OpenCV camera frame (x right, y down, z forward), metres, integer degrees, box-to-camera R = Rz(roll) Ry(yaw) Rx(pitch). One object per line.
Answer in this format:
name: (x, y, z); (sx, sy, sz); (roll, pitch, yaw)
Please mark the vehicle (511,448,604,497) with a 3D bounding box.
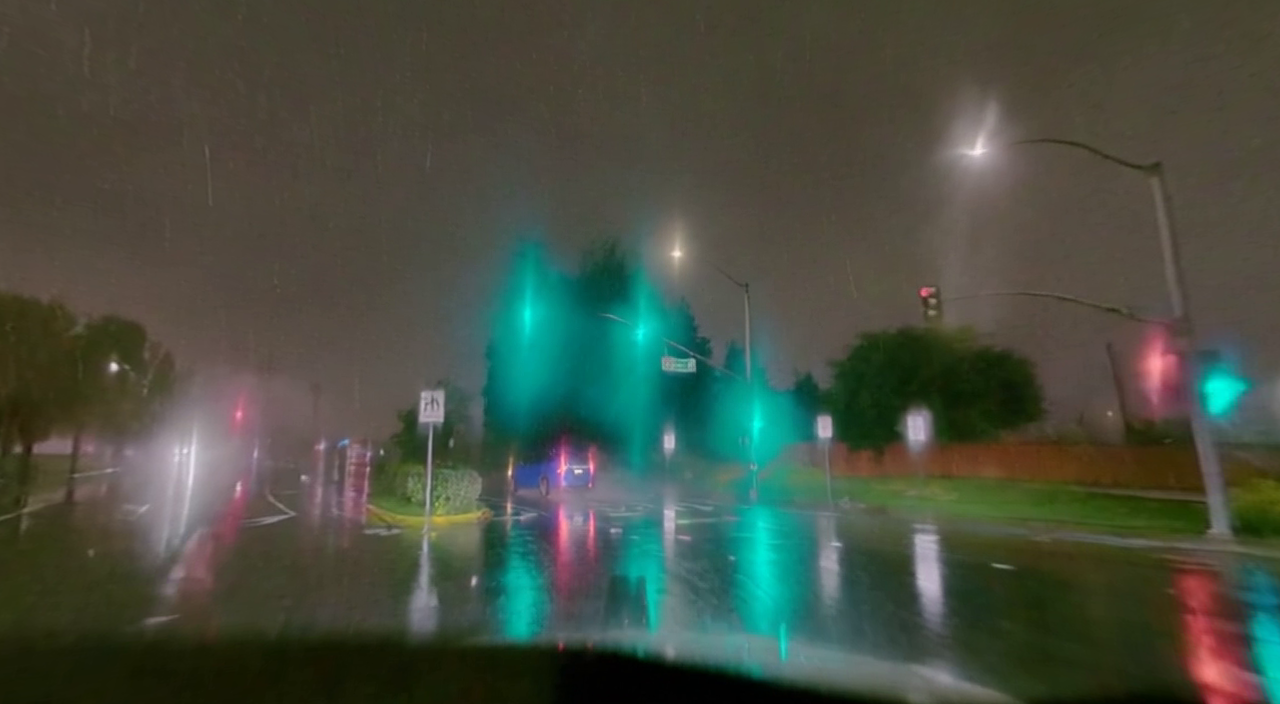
vehicle: (-3.578, 4.937, 26.418); (2.284, 1.788, 4.871); (5, -9, -27)
